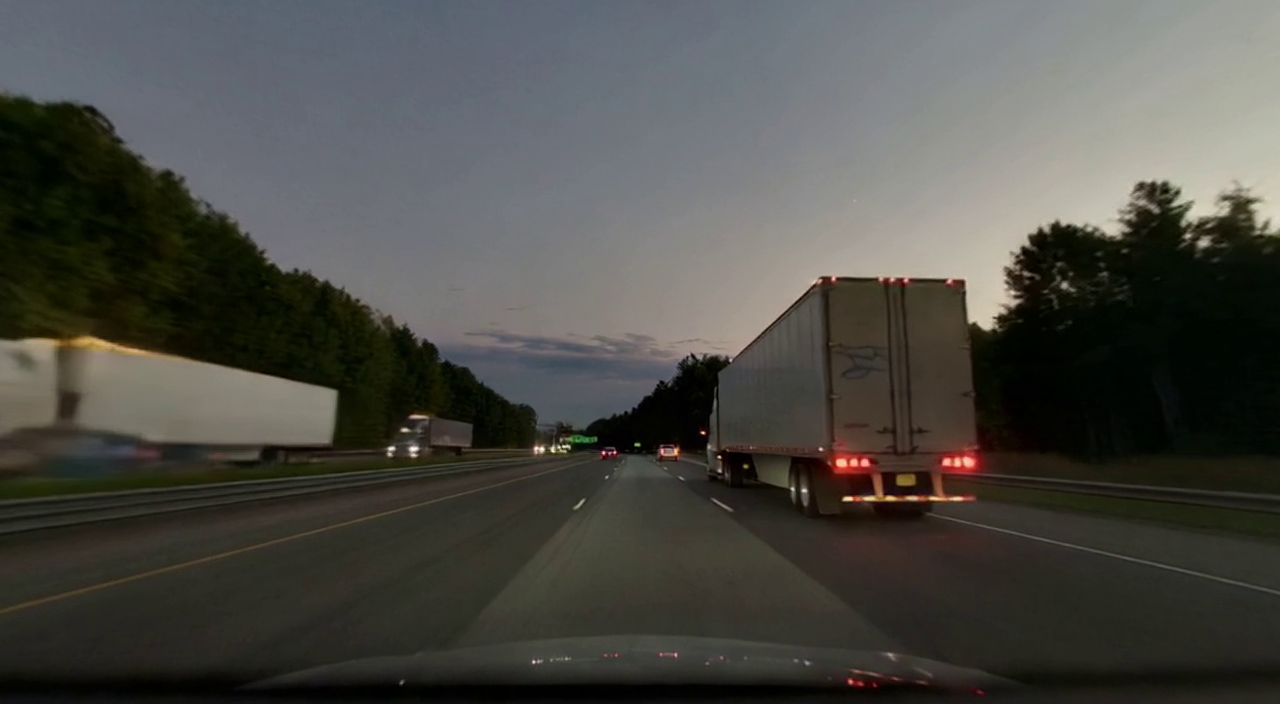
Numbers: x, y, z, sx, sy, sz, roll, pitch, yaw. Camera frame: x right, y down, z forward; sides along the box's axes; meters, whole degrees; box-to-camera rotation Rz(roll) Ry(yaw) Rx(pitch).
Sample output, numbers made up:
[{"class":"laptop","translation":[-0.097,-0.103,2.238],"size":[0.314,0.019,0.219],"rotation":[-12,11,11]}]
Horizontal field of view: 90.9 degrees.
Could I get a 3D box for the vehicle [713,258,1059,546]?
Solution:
[{"class":"vehicle","translation":[4.127,1.668,15.372],"size":[2.950,4.033,13.276],"rotation":[0,-9,-1]}]
